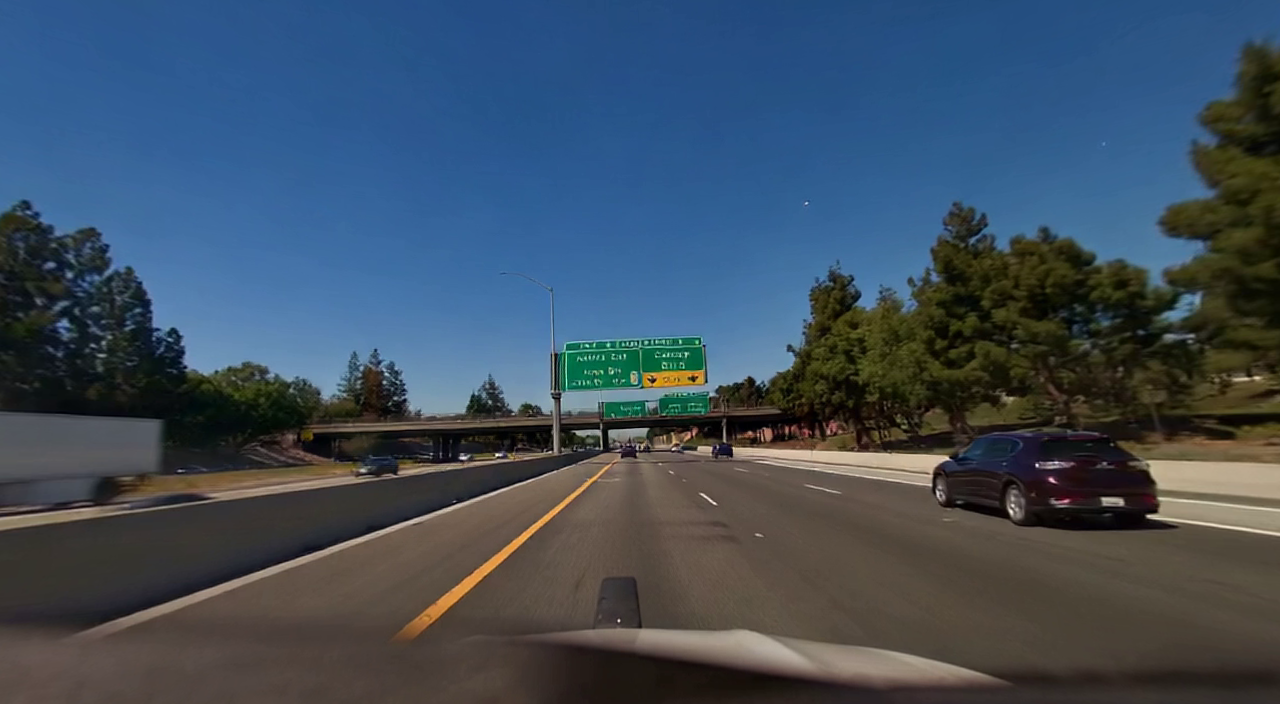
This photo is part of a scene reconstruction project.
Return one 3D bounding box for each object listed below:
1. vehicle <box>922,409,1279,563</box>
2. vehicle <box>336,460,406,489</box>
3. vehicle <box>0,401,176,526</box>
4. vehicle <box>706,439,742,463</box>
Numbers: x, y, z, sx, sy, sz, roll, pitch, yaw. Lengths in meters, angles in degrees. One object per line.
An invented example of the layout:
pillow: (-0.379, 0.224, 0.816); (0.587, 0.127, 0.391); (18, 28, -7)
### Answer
vehicle: (6.366, 1.819, 9.363); (2.052, 1.660, 4.837); (0, -9, -1)
vehicle: (-15.024, 6.846, 35.595); (1.876, 1.401, 4.591); (0, -9, 0)
vehicle: (-22.422, 3.829, 21.875); (2.836, 4.063, 13.052); (0, -9, 0)
vehicle: (6.333, 7.493, 48.015); (2.030, 1.706, 4.279); (0, -9, -1)
